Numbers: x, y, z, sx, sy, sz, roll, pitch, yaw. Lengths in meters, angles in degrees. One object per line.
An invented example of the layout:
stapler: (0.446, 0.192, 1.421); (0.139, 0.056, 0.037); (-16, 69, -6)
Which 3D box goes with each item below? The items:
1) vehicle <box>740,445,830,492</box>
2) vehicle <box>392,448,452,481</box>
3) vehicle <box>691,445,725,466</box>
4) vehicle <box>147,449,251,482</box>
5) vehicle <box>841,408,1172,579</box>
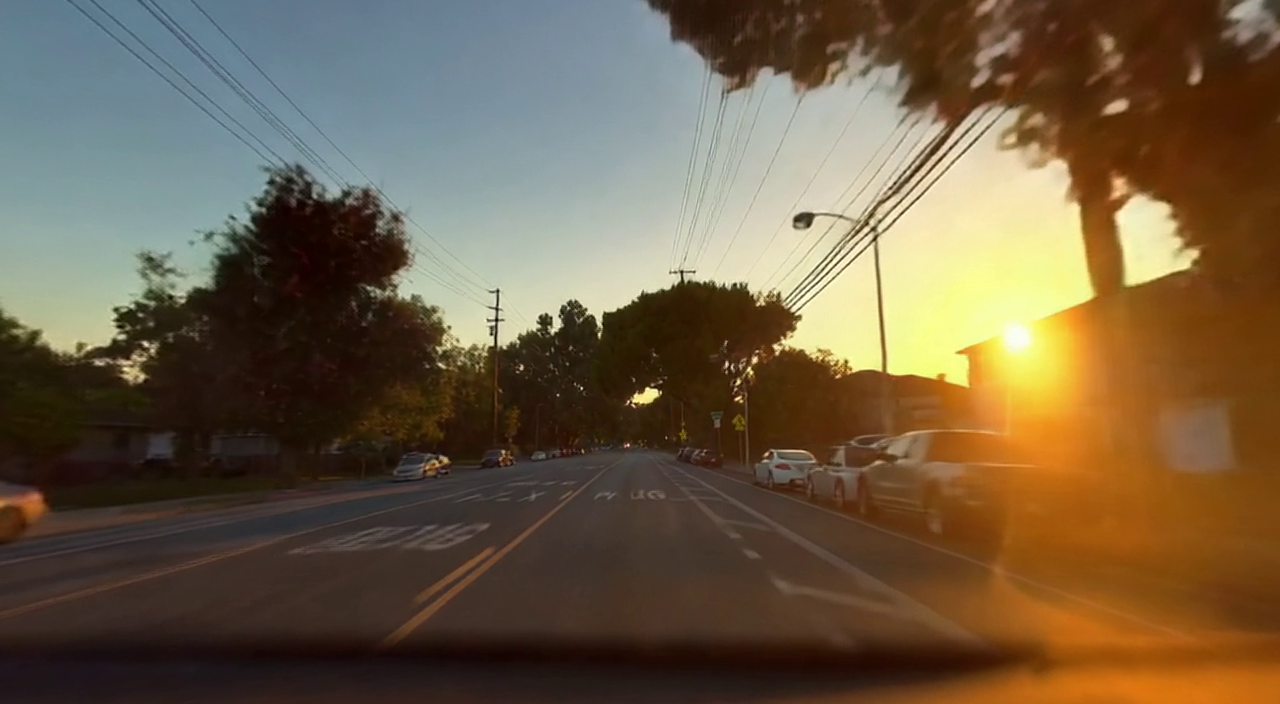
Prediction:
vehicle: (5.025, 4.080, 22.496); (2.022, 1.464, 4.462); (0, -8, -2)
vehicle: (-12.391, 6.408, 36.042); (1.999, 1.650, 4.381); (-3, -9, -1)
vehicle: (4.965, 7.656, 46.637); (1.924, 1.471, 4.259); (0, -8, -2)
vehicle: (-22.229, 5.720, 31.823); (3.745, 1.598, 1.927); (1, -8, -3)
vehicle: (4.951, 1.962, 9.611); (2.123, 1.928, 4.752); (0, -8, 0)
